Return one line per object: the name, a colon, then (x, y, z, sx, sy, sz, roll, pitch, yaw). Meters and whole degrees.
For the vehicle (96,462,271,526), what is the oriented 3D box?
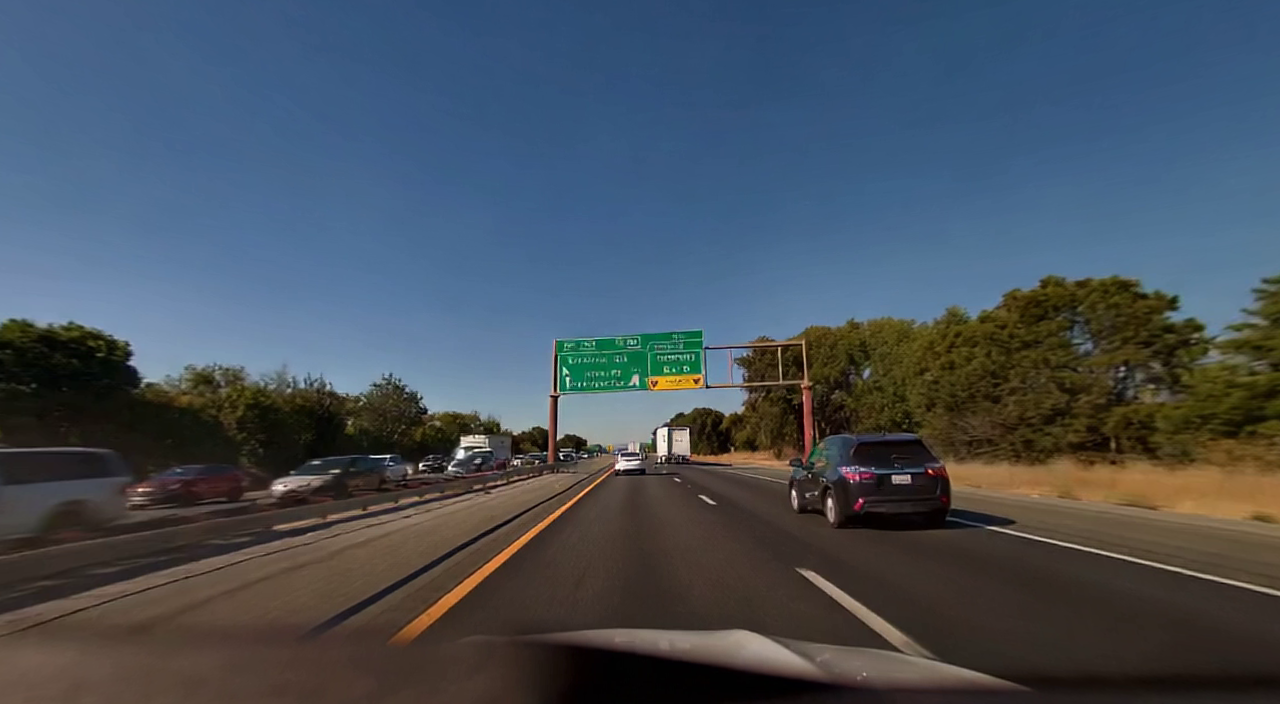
vehicle: (-13.079, 4.054, 18.389, 1.843, 1.525, 4.390, 0, -9, -1)

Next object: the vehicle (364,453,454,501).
vehicle: (-8.106, 4.378, 22.355, 1.795, 1.493, 3.786, 0, -9, 0)

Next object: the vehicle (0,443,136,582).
vehicle: (-8.507, 1.847, 7.072, 1.988, 1.621, 4.397, 0, -9, -1)

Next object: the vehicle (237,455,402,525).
vehicle: (-7.930, 3.412, 16.084, 1.877, 1.481, 4.430, 0, -9, 0)

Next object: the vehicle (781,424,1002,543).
vehicle: (4.098, 2.218, 11.166, 2.077, 1.673, 4.267, 0, -9, -1)

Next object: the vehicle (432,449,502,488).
vehicle: (-7.932, 5.353, 29.209, 1.987, 1.663, 4.580, 0, -9, 0)

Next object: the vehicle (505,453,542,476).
vehicle: (-8.308, 8.054, 45.023, 1.850, 1.476, 4.085, 0, -9, 0)

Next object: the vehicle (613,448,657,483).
vehicle: (-0.255, 5.375, 29.993, 1.971, 1.518, 4.108, 0, -9, -1)
